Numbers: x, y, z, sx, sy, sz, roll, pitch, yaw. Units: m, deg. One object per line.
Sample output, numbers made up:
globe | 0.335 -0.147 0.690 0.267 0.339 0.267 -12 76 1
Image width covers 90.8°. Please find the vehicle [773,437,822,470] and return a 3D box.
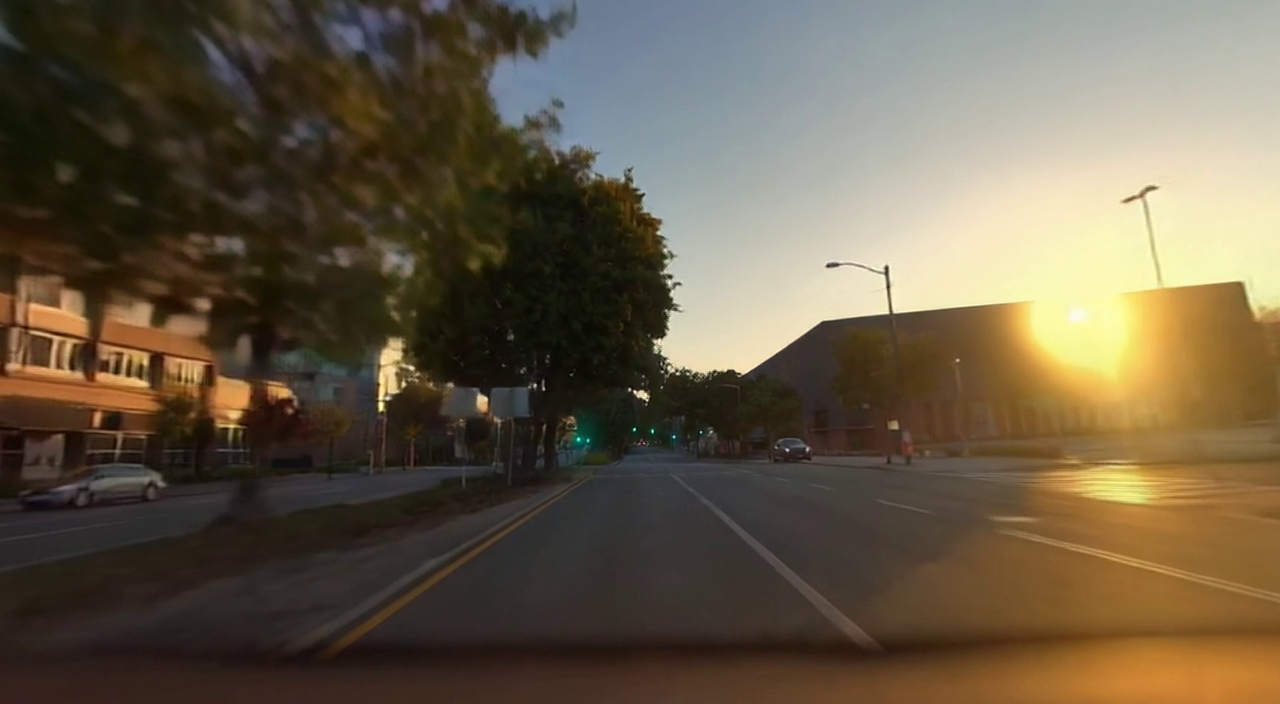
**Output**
vehicle | 9.969 6.496 40.375 2.101 1.957 4.718 -1 -9 3

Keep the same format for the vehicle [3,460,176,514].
vehicle | -19.419 4.753 22.656 2.010 1.504 4.820 -6 -10 -2
